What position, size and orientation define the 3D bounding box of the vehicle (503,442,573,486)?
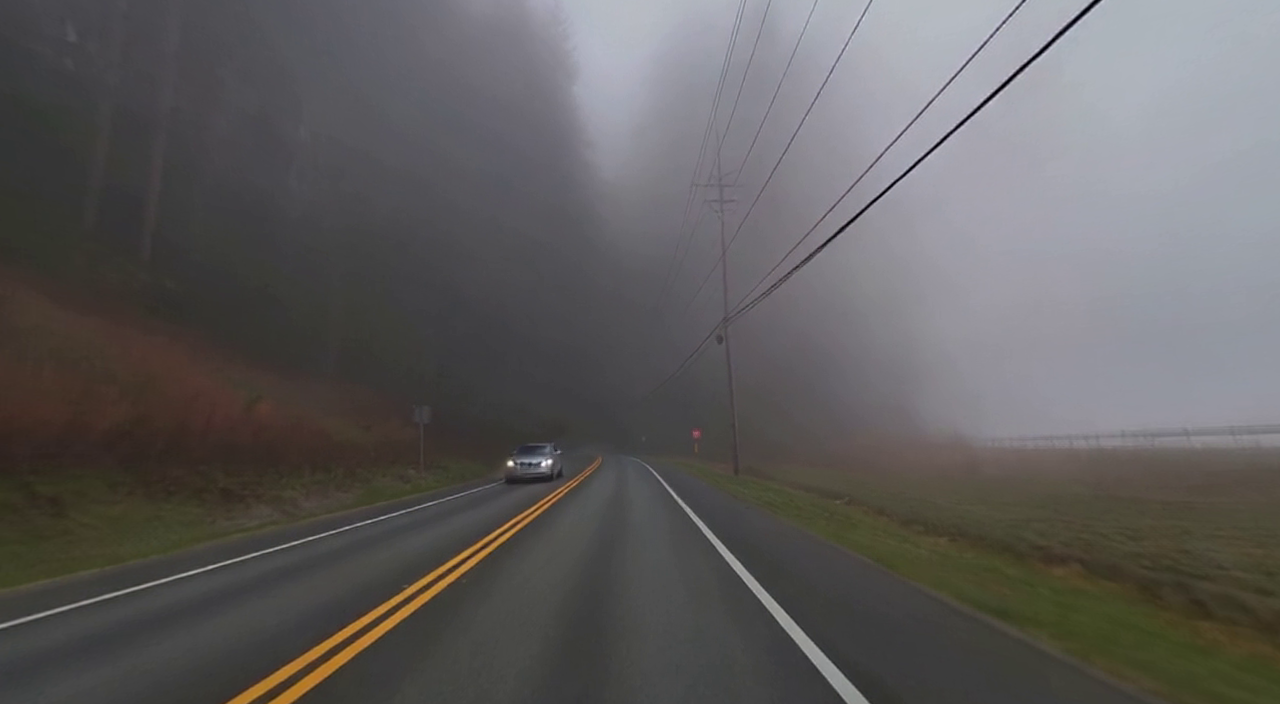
[{"bbox_3d":[-3.925,4.364,24.979,2.030,1.552,4.188,0,-9,0],"label":"vehicle"}]
